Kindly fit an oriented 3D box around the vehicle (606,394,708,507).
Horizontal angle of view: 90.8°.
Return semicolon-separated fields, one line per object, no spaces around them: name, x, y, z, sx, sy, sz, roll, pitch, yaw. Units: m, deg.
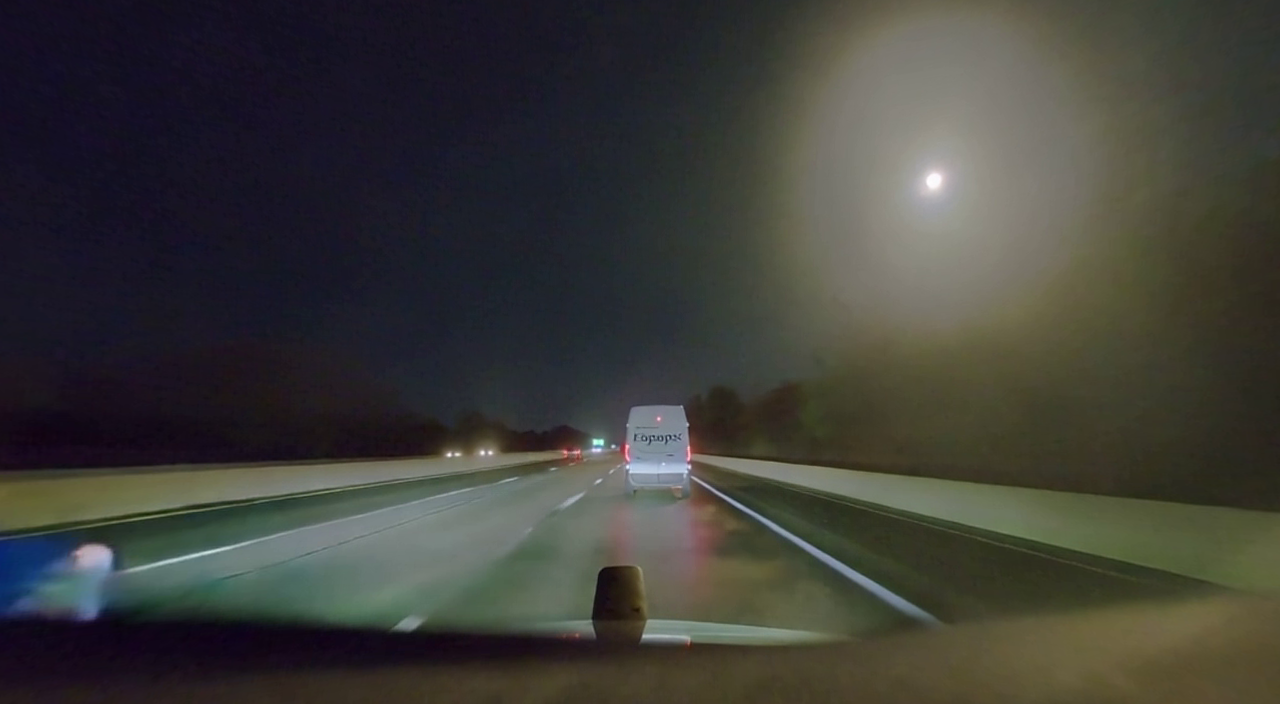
vehicle;0.317;2.667;17.250;2.332;2.558;5.314;0;-9;-2
